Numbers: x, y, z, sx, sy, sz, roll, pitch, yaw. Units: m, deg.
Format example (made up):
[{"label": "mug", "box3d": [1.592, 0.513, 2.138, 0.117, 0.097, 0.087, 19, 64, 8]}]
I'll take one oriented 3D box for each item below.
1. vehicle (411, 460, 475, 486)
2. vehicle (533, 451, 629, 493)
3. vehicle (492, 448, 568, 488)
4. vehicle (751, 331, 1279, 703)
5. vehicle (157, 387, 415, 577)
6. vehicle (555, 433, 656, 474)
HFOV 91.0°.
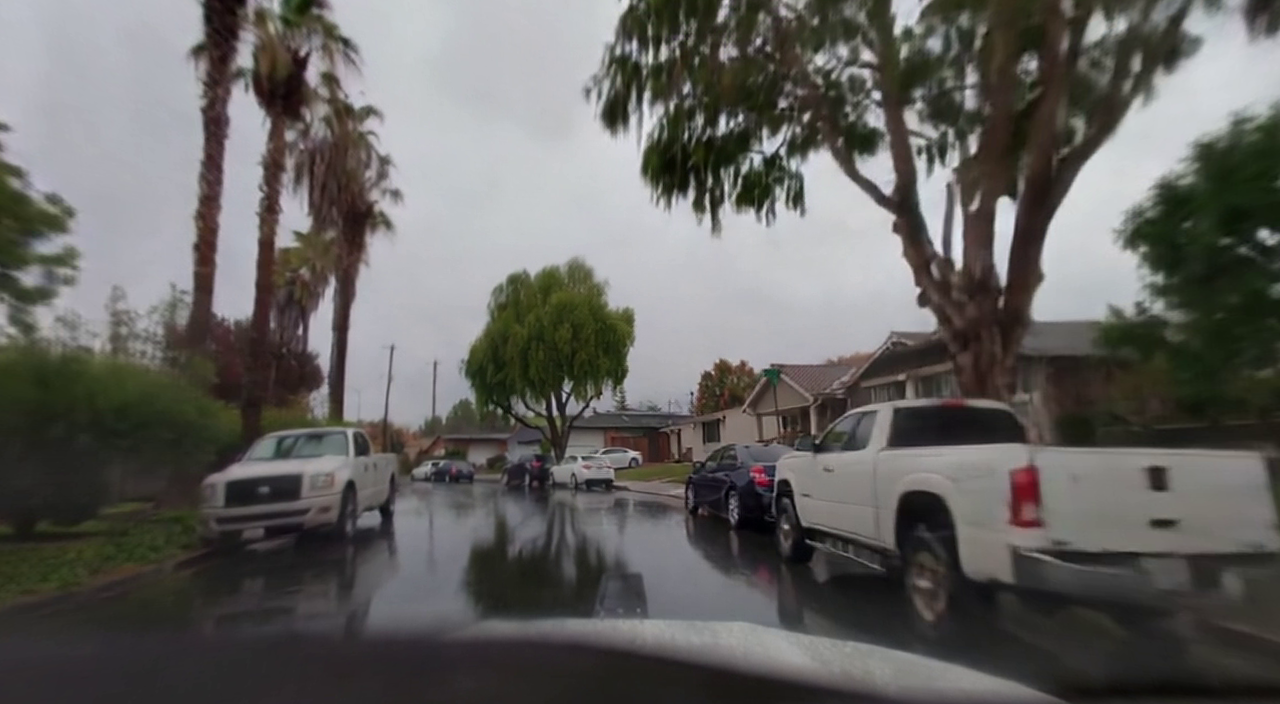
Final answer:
[{"label": "vehicle", "box3d": [-13.008, 7.878, 41.331, 2.006, 1.484, 4.768, 8, -12, -44]}, {"label": "vehicle", "box3d": [-2.570, 4.885, 26.167, 2.108, 1.503, 4.977, 5, -10, -29]}, {"label": "vehicle", "box3d": [-5.475, 5.631, 30.870, 1.918, 1.753, 4.655, 5, -10, -32]}, {"label": "vehicle", "box3d": [2.745, 1.240, 5.872, 2.139, 1.997, 4.864, 1, -8, -5]}, {"label": "vehicle", "box3d": [-5.984, 2.238, 11.740, 2.337, 2.289, 6.092, -6, -8, -12]}, {"label": "vehicle", "box3d": [-2.033, 5.996, 37.286, 5.510, 2.121, 2.129, -1, -9, 16]}]
